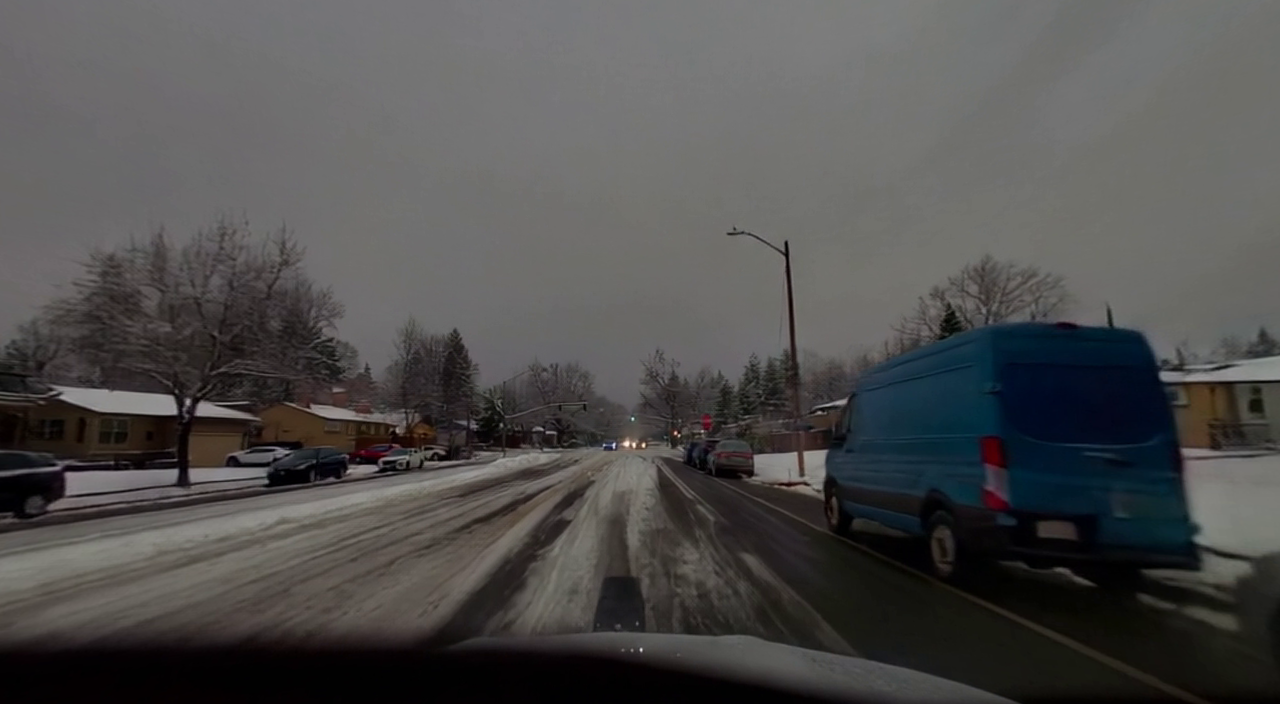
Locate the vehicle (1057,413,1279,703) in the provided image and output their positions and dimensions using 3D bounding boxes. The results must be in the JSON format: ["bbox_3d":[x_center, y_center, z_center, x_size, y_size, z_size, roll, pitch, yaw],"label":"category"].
[{"bbox_3d":[3.872,0.870,1.871,1.994,1.450,4.662,0,-8,-2],"label":"vehicle"}]

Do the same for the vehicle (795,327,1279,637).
[{"bbox_3d":[3.741,1.287,7.221,2.521,2.168,5.478,0,-8,0],"label":"vehicle"}]

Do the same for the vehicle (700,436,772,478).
[{"bbox_3d":[3.643,4.074,24.747,1.956,1.468,4.524,0,-8,-2],"label":"vehicle"}]

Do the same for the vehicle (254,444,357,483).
[{"bbox_3d":[-14.448,4.792,27.671,1.923,1.535,4.862,0,-8,-1],"label":"vehicle"}]

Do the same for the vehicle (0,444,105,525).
[{"bbox_3d":[-14.128,2.689,12.766,2.045,1.636,5.214,0,-8,1],"label":"vehicle"}]
